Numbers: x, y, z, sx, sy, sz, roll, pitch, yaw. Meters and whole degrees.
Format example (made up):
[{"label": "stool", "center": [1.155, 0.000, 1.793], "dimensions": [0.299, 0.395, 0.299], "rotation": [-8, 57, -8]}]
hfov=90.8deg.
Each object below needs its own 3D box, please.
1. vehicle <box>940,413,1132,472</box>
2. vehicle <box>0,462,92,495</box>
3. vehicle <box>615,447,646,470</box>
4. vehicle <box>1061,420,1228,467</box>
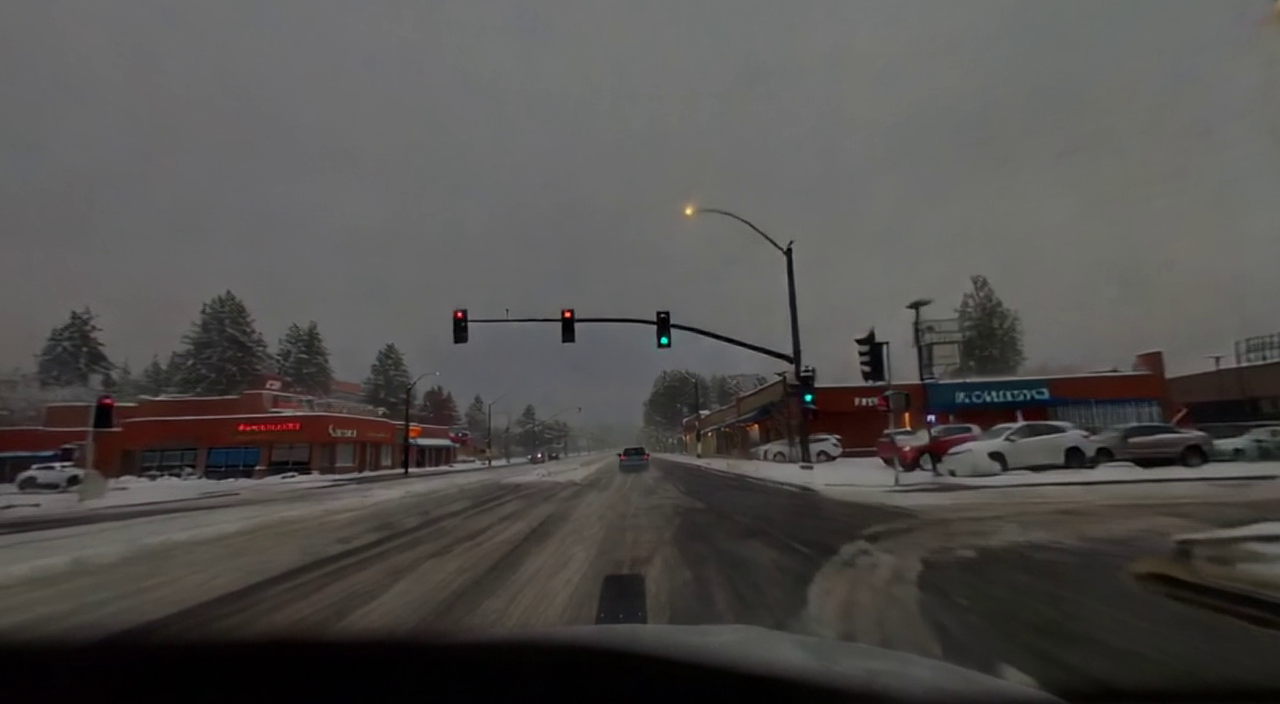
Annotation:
[{"label": "vehicle", "center": [12.882, 2.981, 20.823], "dimensions": [4.852, 1.805, 2.155], "rotation": [0, -9, -2]}, {"label": "vehicle", "center": [-40.070, 8.352, 42.089], "dimensions": [2.004, 1.945, 5.069], "rotation": [-2, -9, 11]}, {"label": "vehicle", "center": [-0.637, 7.037, 41.903], "dimensions": [1.977, 1.451, 4.032], "rotation": [0, -9, -1]}, {"label": "vehicle", "center": [18.632, 3.414, 23.507], "dimensions": [4.586, 1.623, 1.861], "rotation": [0, -9, -1]}]
